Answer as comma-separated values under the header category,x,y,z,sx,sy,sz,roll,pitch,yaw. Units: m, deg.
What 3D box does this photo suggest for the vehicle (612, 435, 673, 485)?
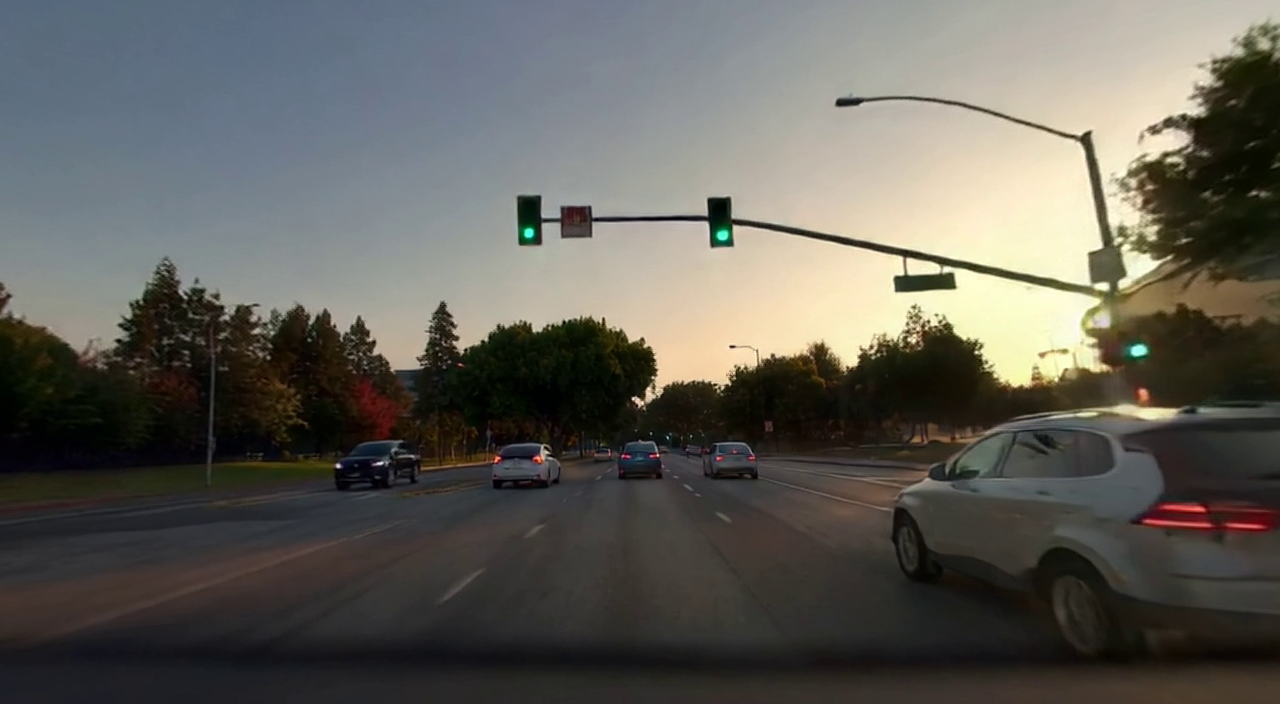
category,x,y,z,sx,sy,sz,roll,pitch,yaw
vehicle,0.064,4.128,24.475,2.150,1.725,4.096,0,-8,0

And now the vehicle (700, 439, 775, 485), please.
category,x,y,z,sx,sy,sz,roll,pitch,yaw
vehicle,3.542,4.066,23.688,2.068,1.541,4.041,0,-8,-1

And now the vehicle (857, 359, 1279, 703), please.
category,x,y,z,sx,sy,sz,roll,pitch,yaw
vehicle,3.395,1.146,4.427,2.069,1.644,4.714,0,-8,0

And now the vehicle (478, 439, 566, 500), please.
category,x,y,z,sx,sy,sz,roll,pitch,yaw
vehicle,-3.400,3.428,18.960,1.823,1.602,4.061,0,-8,0

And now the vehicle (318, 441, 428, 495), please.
category,x,y,z,sx,sy,sz,roll,pitch,yaw
vehicle,-9.475,4.089,22.865,2.045,1.730,4.375,0,-8,0
